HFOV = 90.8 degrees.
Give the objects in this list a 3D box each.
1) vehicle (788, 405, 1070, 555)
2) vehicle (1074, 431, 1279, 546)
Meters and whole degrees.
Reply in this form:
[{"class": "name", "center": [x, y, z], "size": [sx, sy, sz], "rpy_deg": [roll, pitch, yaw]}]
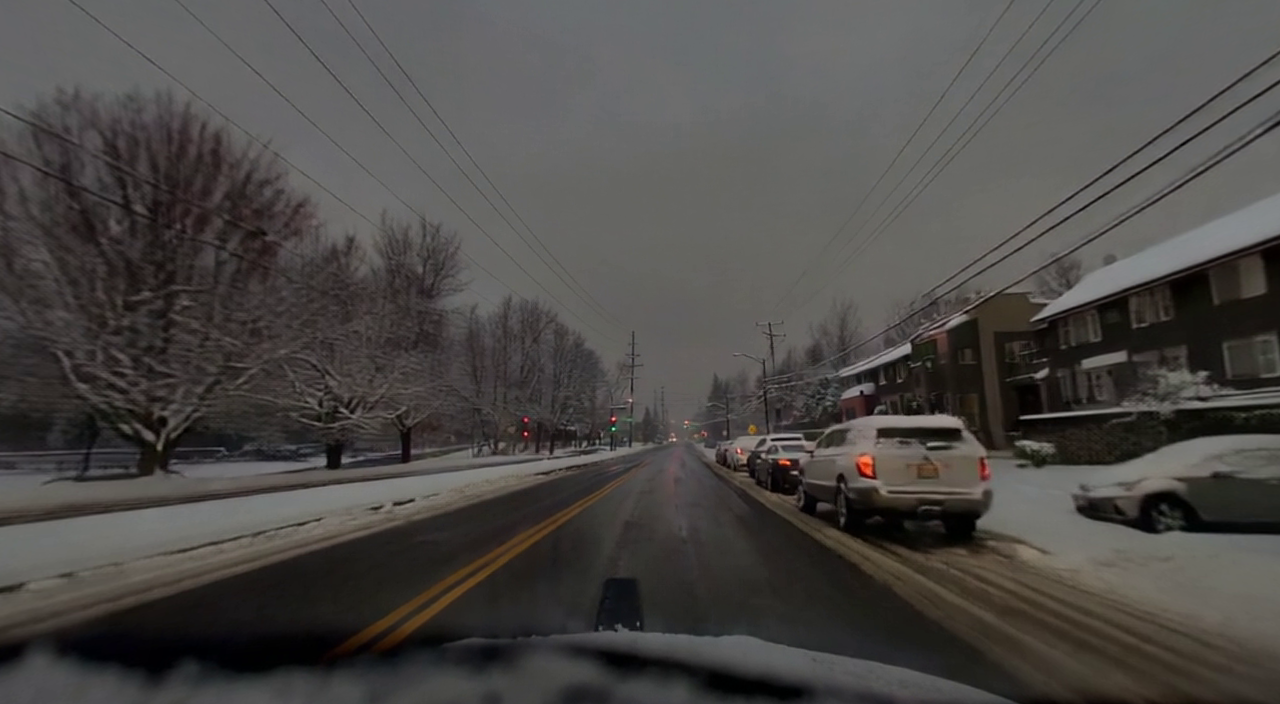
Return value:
[{"class": "vehicle", "center": [4.123, 1.932, 10.305], "size": [2.359, 1.817, 4.985], "rpy_deg": [0, -8, 2]}, {"class": "vehicle", "center": [10.170, 2.146, 10.220], "size": [2.038, 1.680, 4.660], "rpy_deg": [7, -11, -38]}]
